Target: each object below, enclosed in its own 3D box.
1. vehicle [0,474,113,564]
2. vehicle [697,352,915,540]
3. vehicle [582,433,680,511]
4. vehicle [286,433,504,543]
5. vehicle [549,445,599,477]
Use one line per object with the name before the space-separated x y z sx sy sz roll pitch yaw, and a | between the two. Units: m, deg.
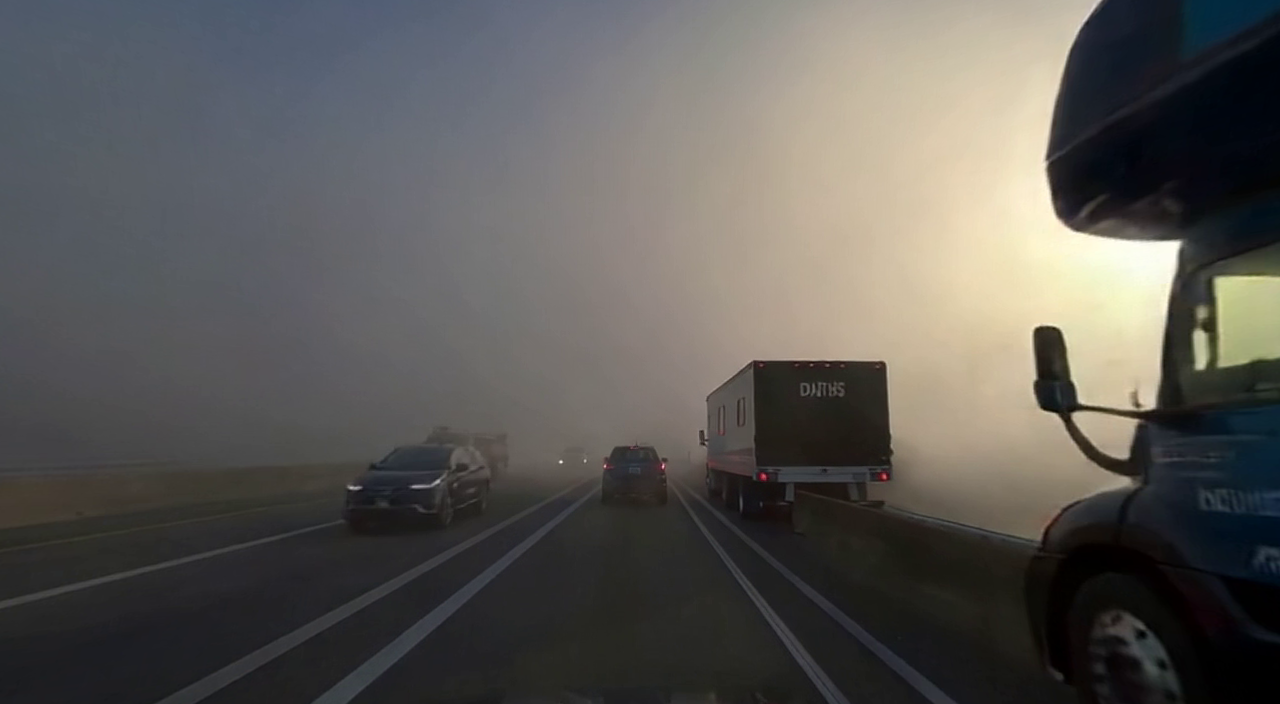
vehicle | -30.140 7.394 27.067 3.358 3.720 13.340 0 -9 1
vehicle | 2.927 2.020 13.610 2.533 2.942 7.280 0 -9 -1
vehicle | -0.208 2.992 16.177 2.201 1.719 4.058 0 -9 0
vehicle | -4.085 2.354 11.607 2.023 1.576 4.784 0 -9 1
vehicle | -3.556 5.983 34.846 2.098 1.659 4.432 0 -9 2
